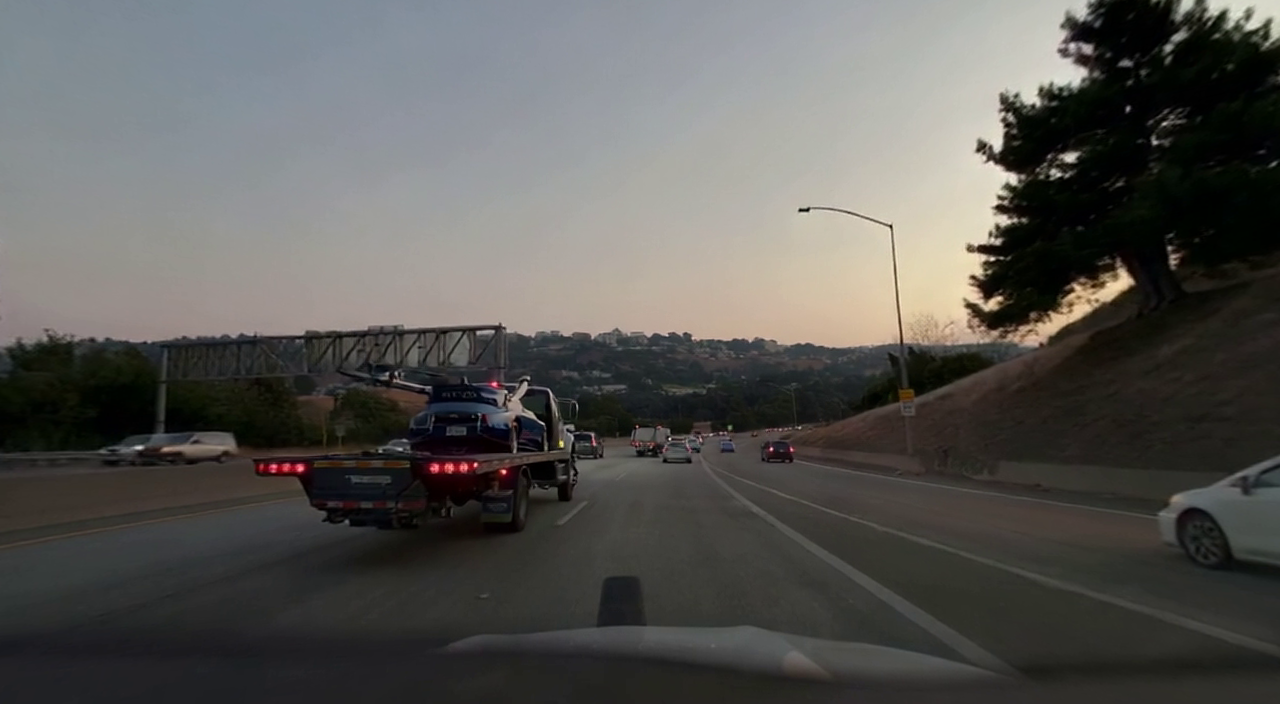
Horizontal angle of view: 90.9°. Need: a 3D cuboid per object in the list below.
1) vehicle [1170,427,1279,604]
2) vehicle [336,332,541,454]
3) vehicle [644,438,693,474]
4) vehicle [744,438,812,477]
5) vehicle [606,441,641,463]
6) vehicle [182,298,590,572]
[{"bbox_3d":[6.501,1.218,4.212,2.040,1.481,4.260,1,-8,-4],"label":"vehicle"},{"bbox_3d":[-3.128,0.902,11.015,1.893,1.674,4.766,0,-8,1],"label":"vehicle"},{"bbox_3d":[1.277,4.650,28.381,2.079,1.499,3.915,0,-8,3],"label":"vehicle"},{"bbox_3d":[6.236,4.799,29.051,2.075,1.614,4.682,0,-8,0],"label":"vehicle"},{"bbox_3d":[-1.065,6.824,43.139,2.016,1.450,4.310,-1,-8,4],"label":"vehicle"},{"bbox_3d":[-3.133,1.608,11.993,3.162,2.955,10.282,0,-8,2],"label":"vehicle"}]
